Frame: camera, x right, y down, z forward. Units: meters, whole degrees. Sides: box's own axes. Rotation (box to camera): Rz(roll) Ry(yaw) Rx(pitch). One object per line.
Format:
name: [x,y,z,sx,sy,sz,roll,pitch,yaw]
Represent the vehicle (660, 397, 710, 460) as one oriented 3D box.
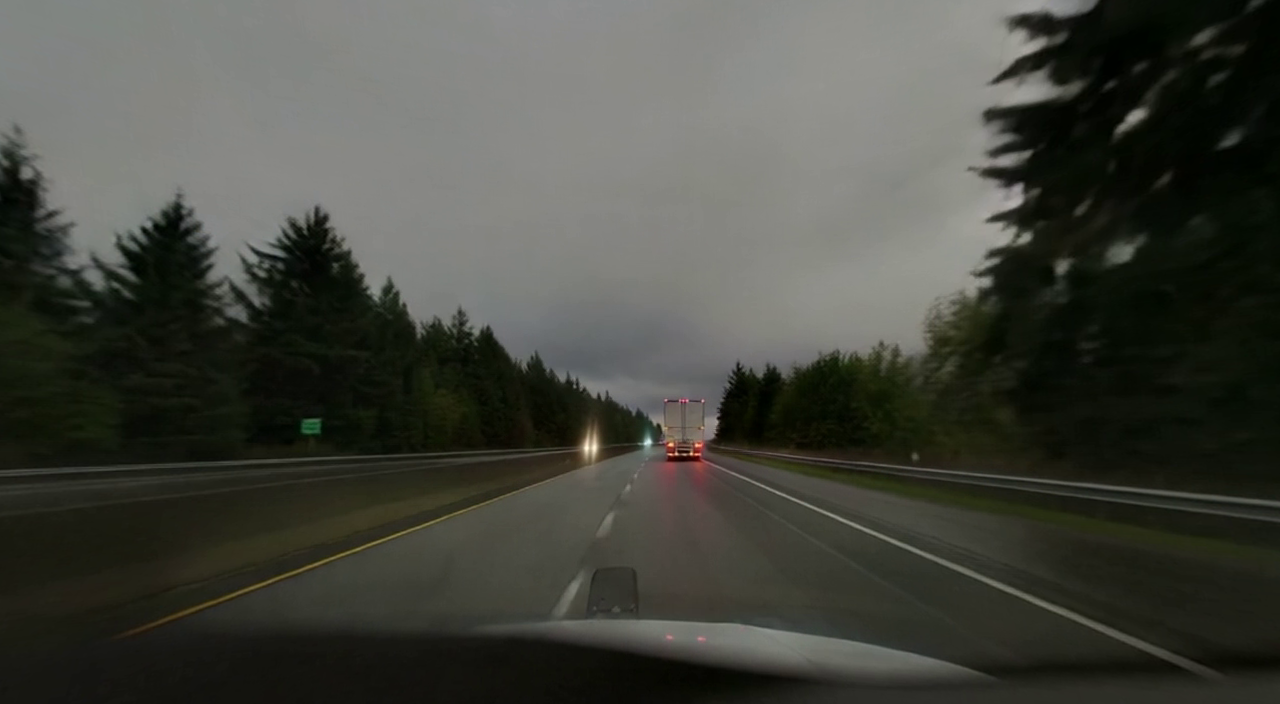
vehicle: [3.220,5.940,48.022,3.156,4.196,11.351,-1,-8,1]
